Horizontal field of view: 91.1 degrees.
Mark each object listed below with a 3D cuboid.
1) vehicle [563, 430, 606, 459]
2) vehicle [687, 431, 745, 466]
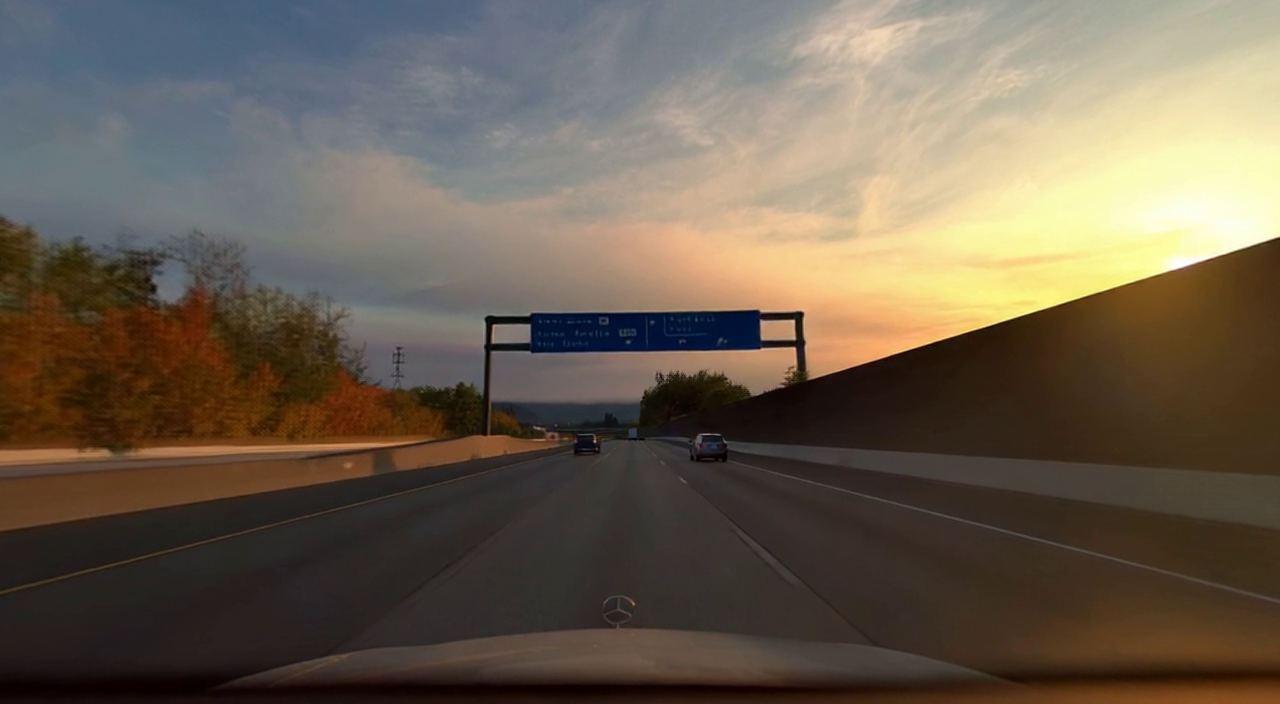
[{"bbox_3d":[-3.383,5.722,39.008,2.219,1.660,4.153,0,-8,1],"label":"vehicle"},{"bbox_3d":[3.533,4.572,29.964,2.077,1.523,4.539,0,-8,-2],"label":"vehicle"}]
